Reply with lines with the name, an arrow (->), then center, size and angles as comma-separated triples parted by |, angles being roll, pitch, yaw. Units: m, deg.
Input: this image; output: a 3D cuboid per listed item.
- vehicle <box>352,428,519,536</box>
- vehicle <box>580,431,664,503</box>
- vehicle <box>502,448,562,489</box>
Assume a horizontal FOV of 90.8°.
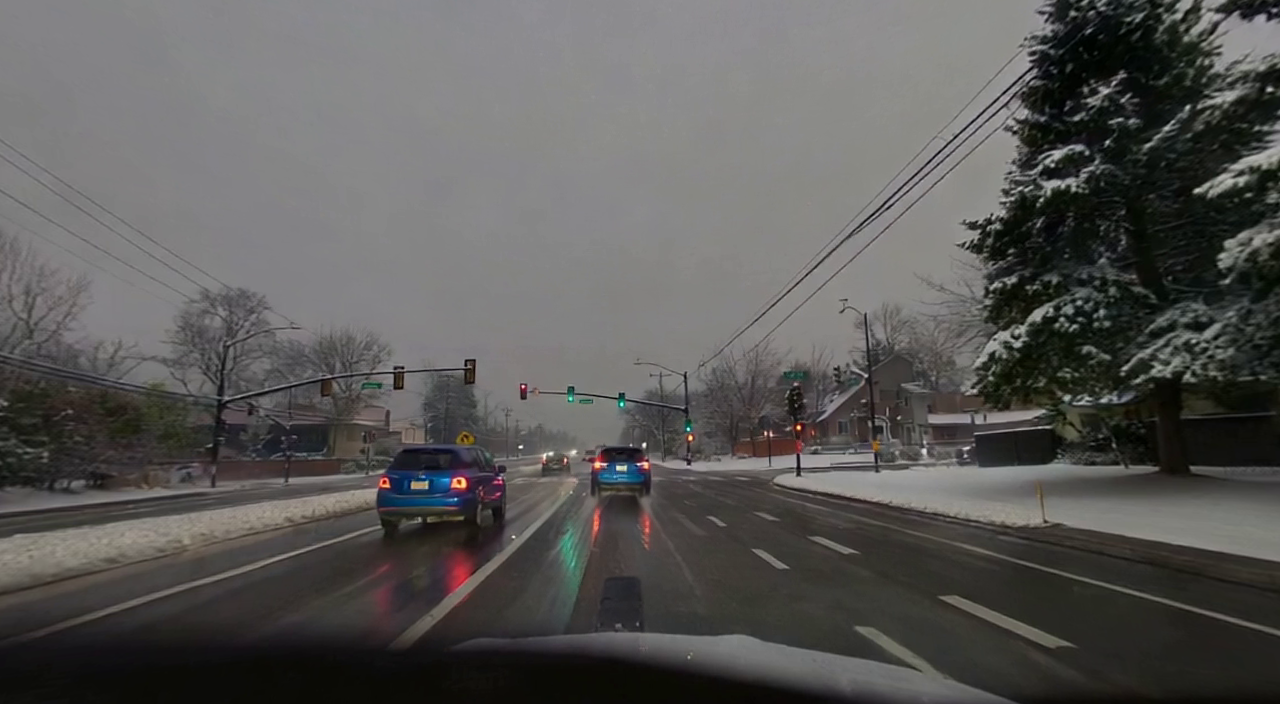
vehicle -> -3.622, 2.369, 12.095 | 1.899, 1.685, 4.121 | 0, -9, -2
vehicle -> -0.541, 3.281, 18.444 | 2.155, 1.836, 4.250 | 0, -9, -2
vehicle -> -4.172, 4.563, 25.099 | 1.863, 1.449, 4.153 | 0, -9, -3
